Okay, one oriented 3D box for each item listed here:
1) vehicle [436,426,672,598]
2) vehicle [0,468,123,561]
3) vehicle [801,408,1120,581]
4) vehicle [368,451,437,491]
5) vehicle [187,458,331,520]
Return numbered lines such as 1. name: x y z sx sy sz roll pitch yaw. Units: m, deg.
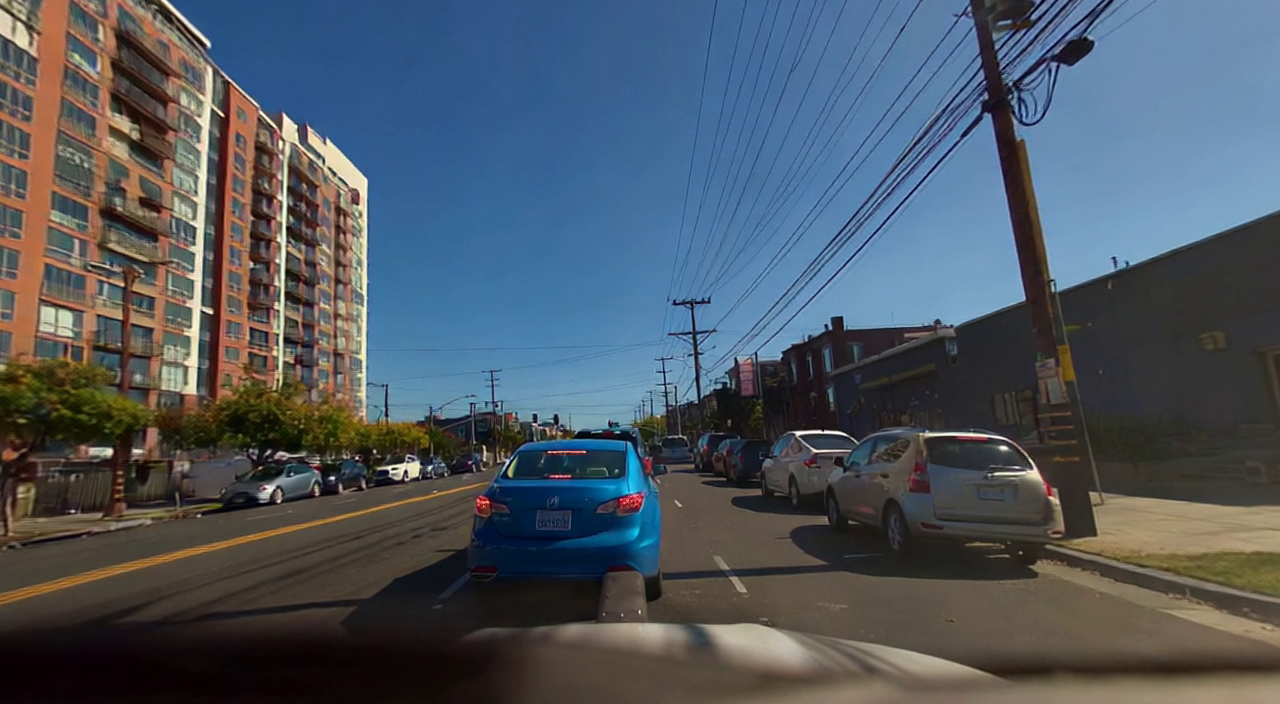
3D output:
1. vehicle: -0.711 1.714 7.772 2.019 1.453 4.603 0 -8 1
2. vehicle: -11.911 2.903 11.021 1.850 1.487 4.711 -3 -8 -1
3. vehicle: 3.793 1.761 8.614 1.967 1.721 4.410 0 -8 -1
4. vehicle: -11.921 5.944 31.942 2.011 1.687 4.079 -4 -8 -2
5. vehicle: -11.856 4.233 20.044 1.868 1.491 4.367 -5 -8 0
